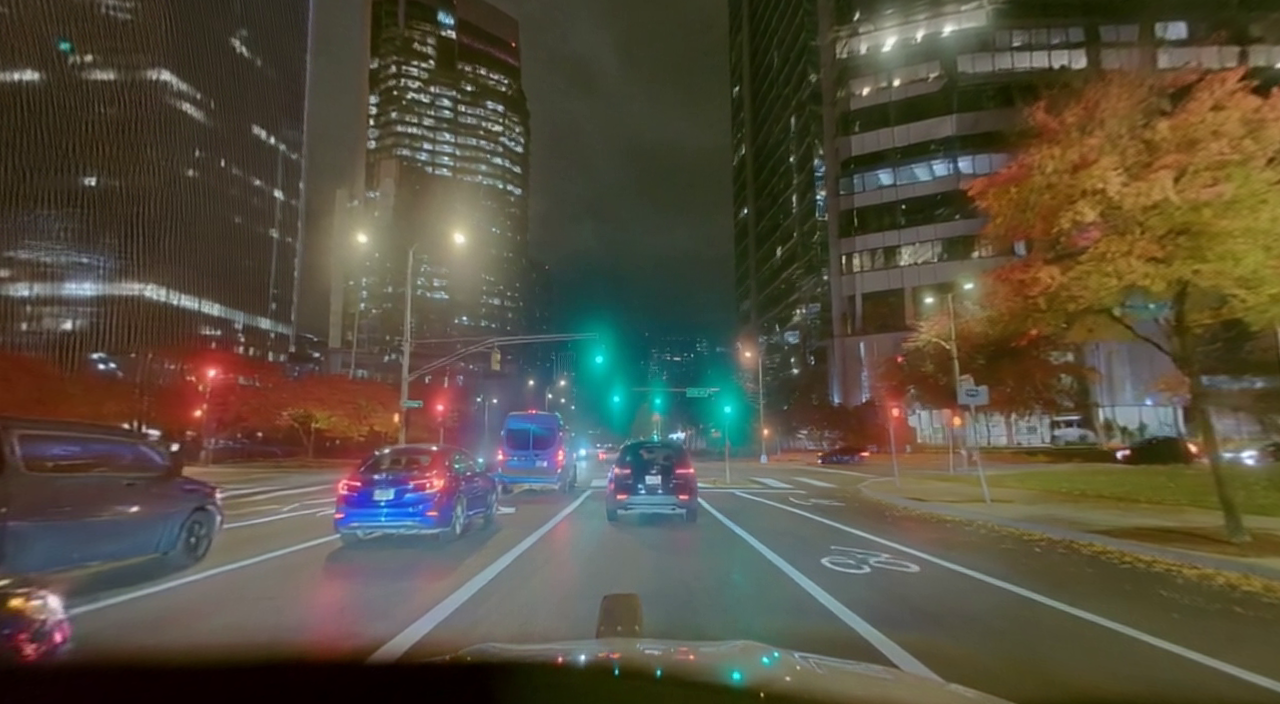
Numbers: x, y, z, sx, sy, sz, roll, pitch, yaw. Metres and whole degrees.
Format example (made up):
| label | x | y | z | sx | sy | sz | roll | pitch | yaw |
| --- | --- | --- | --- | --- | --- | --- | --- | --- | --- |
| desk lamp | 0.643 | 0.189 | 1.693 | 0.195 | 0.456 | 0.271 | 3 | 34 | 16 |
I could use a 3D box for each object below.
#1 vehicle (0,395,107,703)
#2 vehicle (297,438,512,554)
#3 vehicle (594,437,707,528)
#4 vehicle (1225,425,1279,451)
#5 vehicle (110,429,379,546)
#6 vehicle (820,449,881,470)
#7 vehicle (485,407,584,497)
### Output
| label | x | y | z | sx | sy | sz | roll | pitch | yaw |
| --- | --- | --- | --- | --- | --- | --- | --- | --- | --- |
| vehicle | -2.906 | 0.641 | 0.303 | 1.893 | 1.491 | 3.798 | 0 | -9 | 1 |
| vehicle | -3.558 | 2.237 | 10.454 | 1.955 | 1.499 | 4.223 | 0 | -9 | 0 |
| vehicle | 0.204 | 2.594 | 12.927 | 1.979 | 1.562 | 3.630 | -1 | -9 | 1 |
| vehicle | 37.459 | 5.213 | 37.844 | 1.754 | 1.501 | 3.833 | -4 | -10 | 23 |
| vehicle | -6.809 | 2.358 | 11.549 | 2.022 | 1.706 | 4.336 | -1 | -9 | 1 |
| vehicle | 16.174 | 8.255 | 48.249 | 3.988 | 1.518 | 1.824 | 0 | -9 | -2 |
| vehicle | -3.363 | 3.385 | 21.356 | 2.343 | 2.635 | 5.684 | 0 | -9 | 0 |
